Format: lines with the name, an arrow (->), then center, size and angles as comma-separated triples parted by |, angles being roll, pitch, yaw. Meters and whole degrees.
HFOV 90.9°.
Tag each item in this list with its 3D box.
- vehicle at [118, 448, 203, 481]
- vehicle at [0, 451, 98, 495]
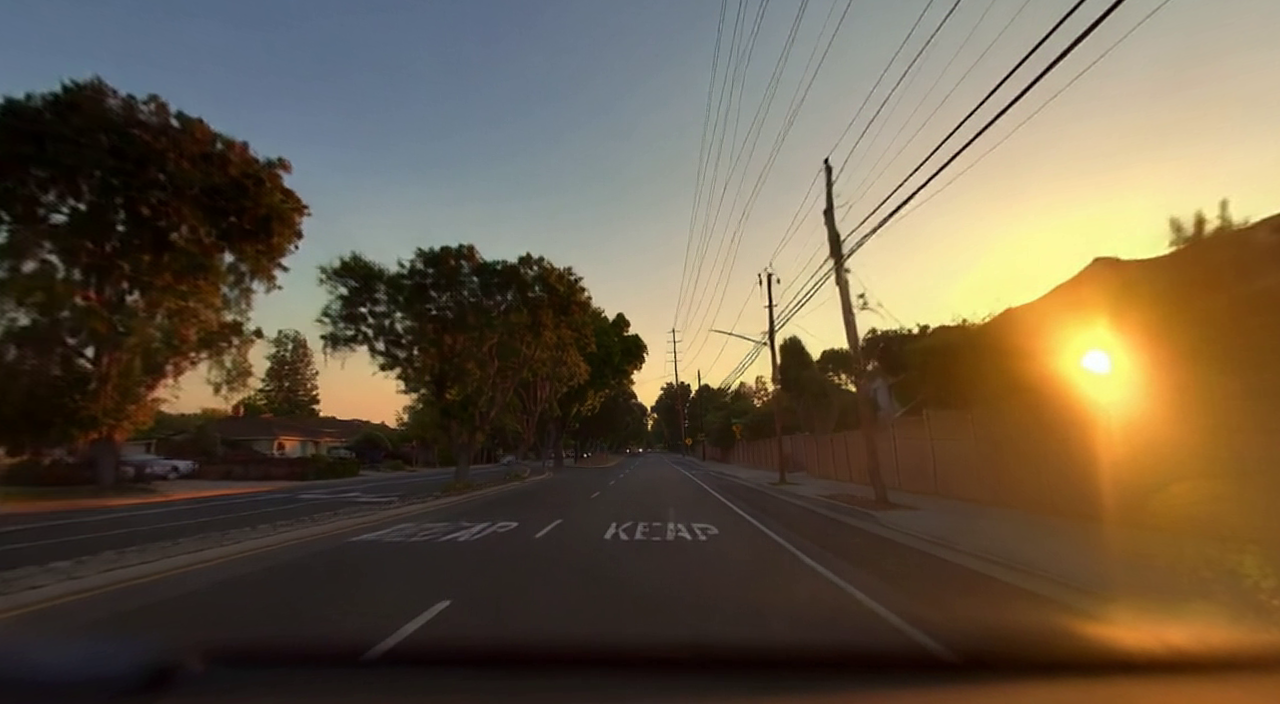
vehicle -> -29.021, 6.787, 38.404 | 2.100, 1.845, 4.793 | 2, -8, -11
vehicle -> -26.632, 5.193, 27.436 | 1.921, 1.695, 4.550 | 0, -8, 3
